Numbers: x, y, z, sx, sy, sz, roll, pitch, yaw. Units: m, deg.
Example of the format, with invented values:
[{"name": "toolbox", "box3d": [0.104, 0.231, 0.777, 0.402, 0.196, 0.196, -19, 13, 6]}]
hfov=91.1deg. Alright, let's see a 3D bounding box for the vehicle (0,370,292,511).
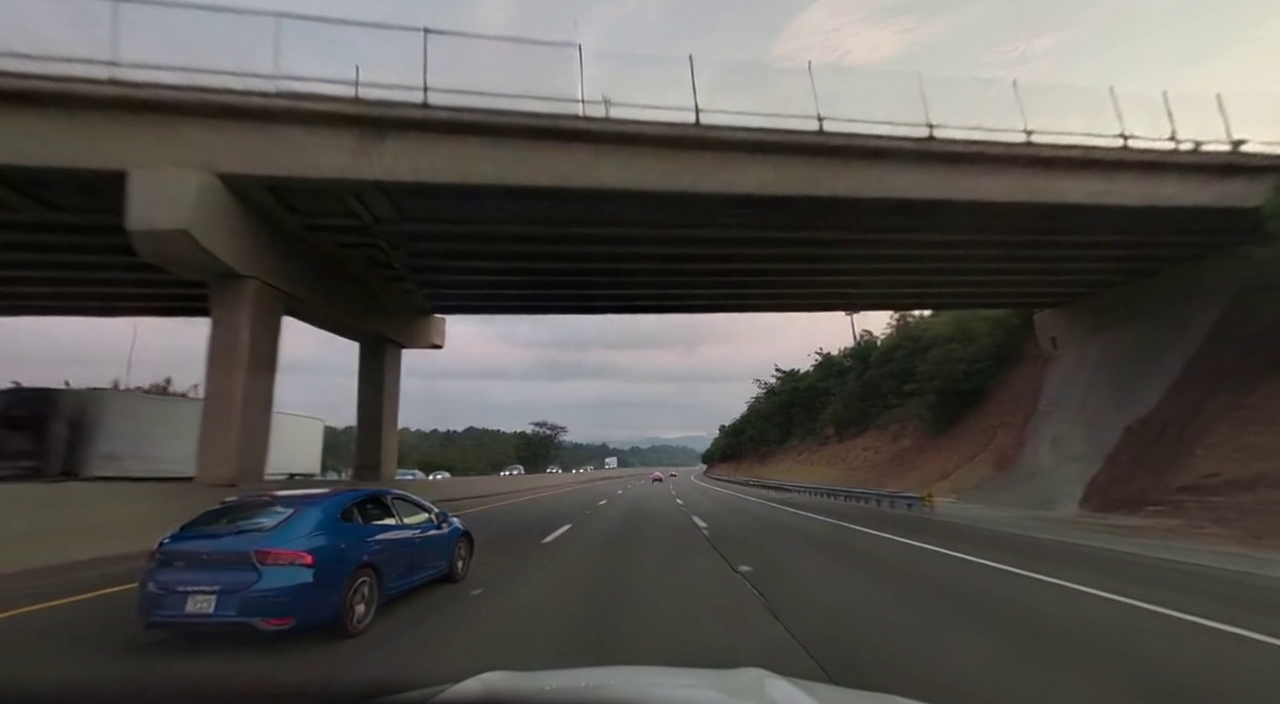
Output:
[{"name": "vehicle", "box3d": [-19.404, 3.801, 25.124, 2.892, 4.079, 13.485, 0, -11, 1]}]
